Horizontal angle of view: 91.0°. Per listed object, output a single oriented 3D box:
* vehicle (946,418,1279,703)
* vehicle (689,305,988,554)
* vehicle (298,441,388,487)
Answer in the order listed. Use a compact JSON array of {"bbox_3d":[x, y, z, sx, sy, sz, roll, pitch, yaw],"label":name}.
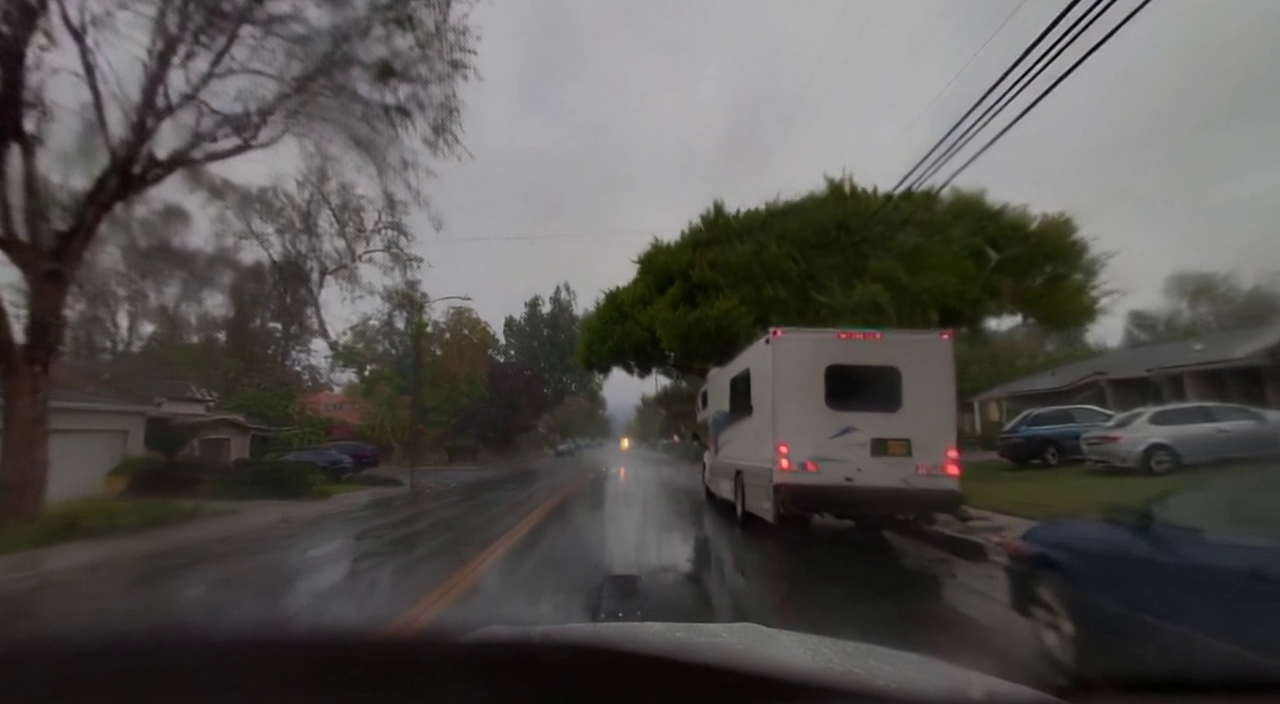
[{"bbox_3d":[3.184,0.919,2.008,1.870,1.429,4.743,0,-8,-2],"label":"vehicle"},{"bbox_3d":[2.907,1.626,12.721,2.915,3.243,8.972,0,-8,-1],"label":"vehicle"},{"bbox_3d":[-13.253,5.006,28.475,2.111,1.856,4.803,0,-9,-6],"label":"vehicle"}]
